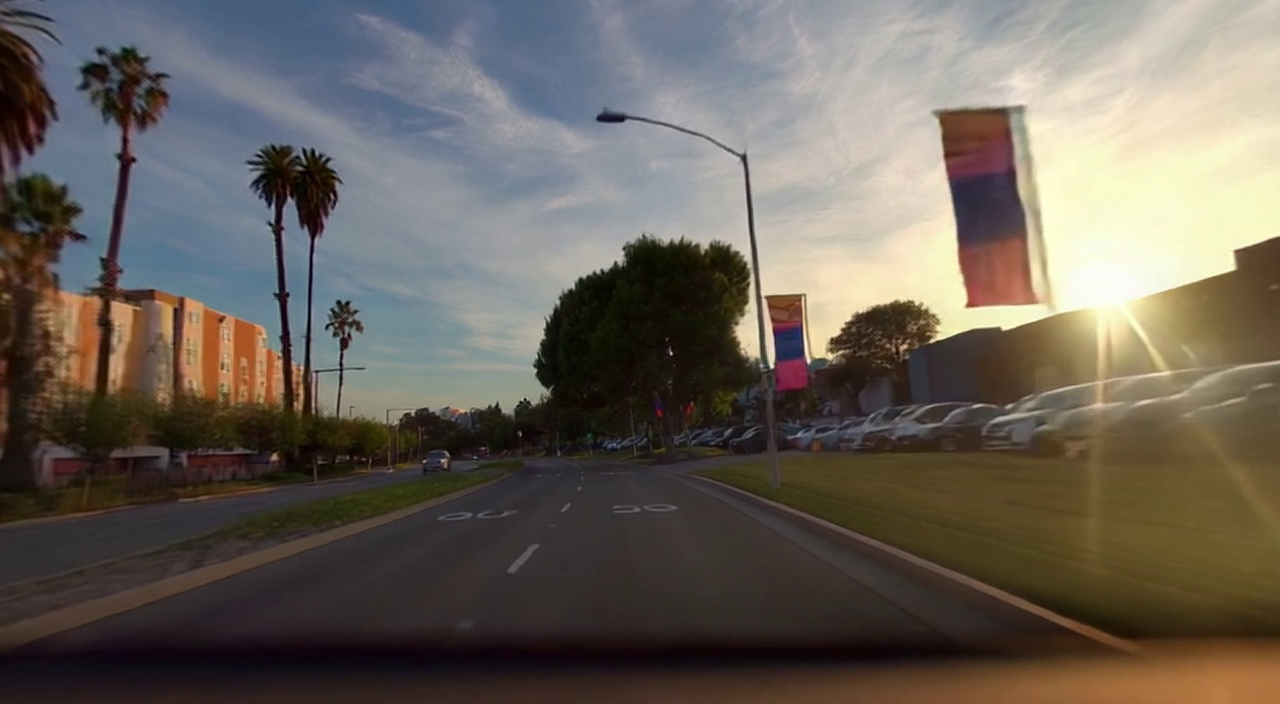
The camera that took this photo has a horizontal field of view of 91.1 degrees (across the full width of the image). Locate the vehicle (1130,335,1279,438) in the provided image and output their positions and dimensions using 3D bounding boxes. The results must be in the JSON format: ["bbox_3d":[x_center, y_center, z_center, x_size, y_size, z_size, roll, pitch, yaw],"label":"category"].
[{"bbox_3d":[11.526,0.679,11.089,3.948,1.625,2.089,0,-8,0],"label":"vehicle"}]

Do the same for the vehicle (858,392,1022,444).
[{"bbox_3d":[10.323,2.328,21.872,4.636,1.695,2.025,0,-8,-1],"label":"vehicle"}]
